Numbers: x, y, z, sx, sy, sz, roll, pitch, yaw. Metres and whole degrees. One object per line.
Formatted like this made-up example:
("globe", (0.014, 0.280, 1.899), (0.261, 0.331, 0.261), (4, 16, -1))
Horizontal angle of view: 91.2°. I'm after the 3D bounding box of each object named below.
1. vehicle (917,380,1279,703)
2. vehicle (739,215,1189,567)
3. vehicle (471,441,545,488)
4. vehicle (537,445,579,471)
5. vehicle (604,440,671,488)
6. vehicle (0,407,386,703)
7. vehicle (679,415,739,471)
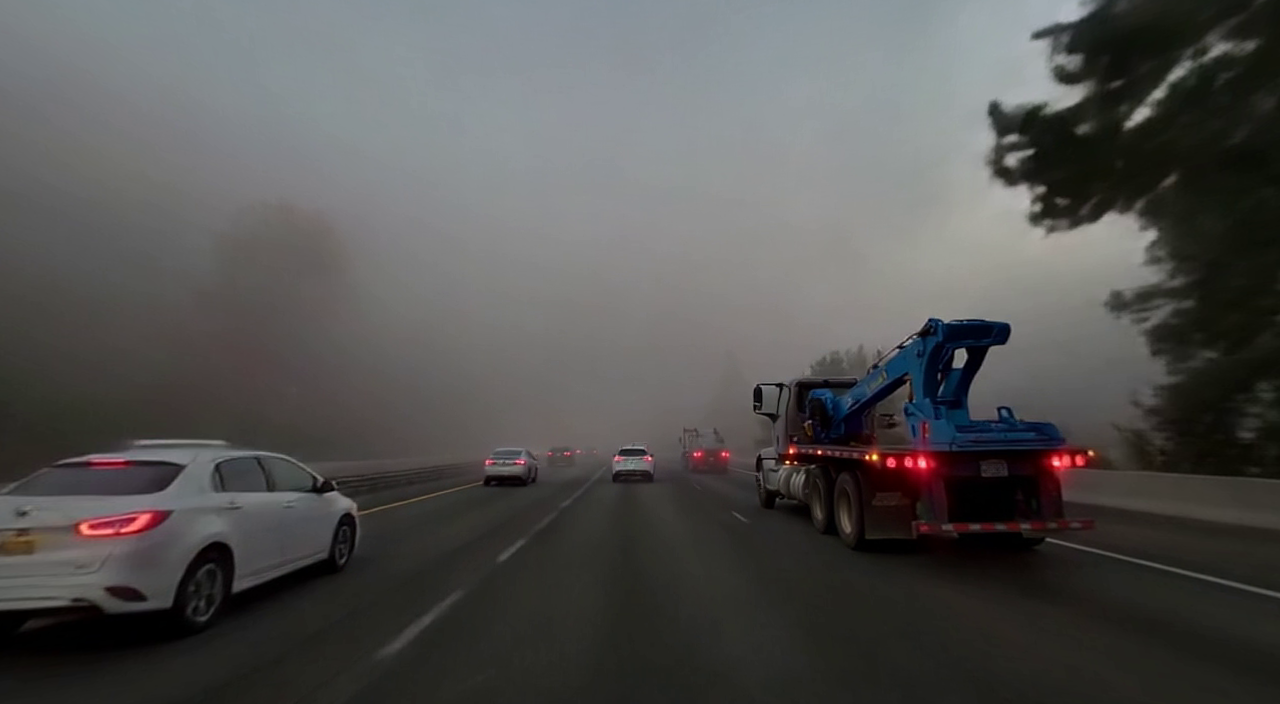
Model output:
("vehicle", (4.044, 1.021, 3.198), (2.599, 1.631, 5.693), (0, -9, -1))
("vehicle", (3.891, 0.970, 10.614), (2.975, 3.618, 8.456), (0, -9, 0))
("vehicle", (-4.655, 4.023, 22.688), (1.858, 1.527, 3.974), (0, -9, 0))
("vehicle", (-4.875, 6.362, 37.748), (1.924, 1.481, 4.264), (0, -9, 0))
("vehicle", (-0.131, 3.941, 22.319), (2.150, 1.498, 3.988), (0, -9, -2))
("vehicle", (-4.123, 1.387, 5.345), (1.880, 1.507, 4.757), (0, -9, 0))
("vehicle", (3.784, 5.224, 35.775), (2.416, 2.829, 7.016), (0, -9, -1))
